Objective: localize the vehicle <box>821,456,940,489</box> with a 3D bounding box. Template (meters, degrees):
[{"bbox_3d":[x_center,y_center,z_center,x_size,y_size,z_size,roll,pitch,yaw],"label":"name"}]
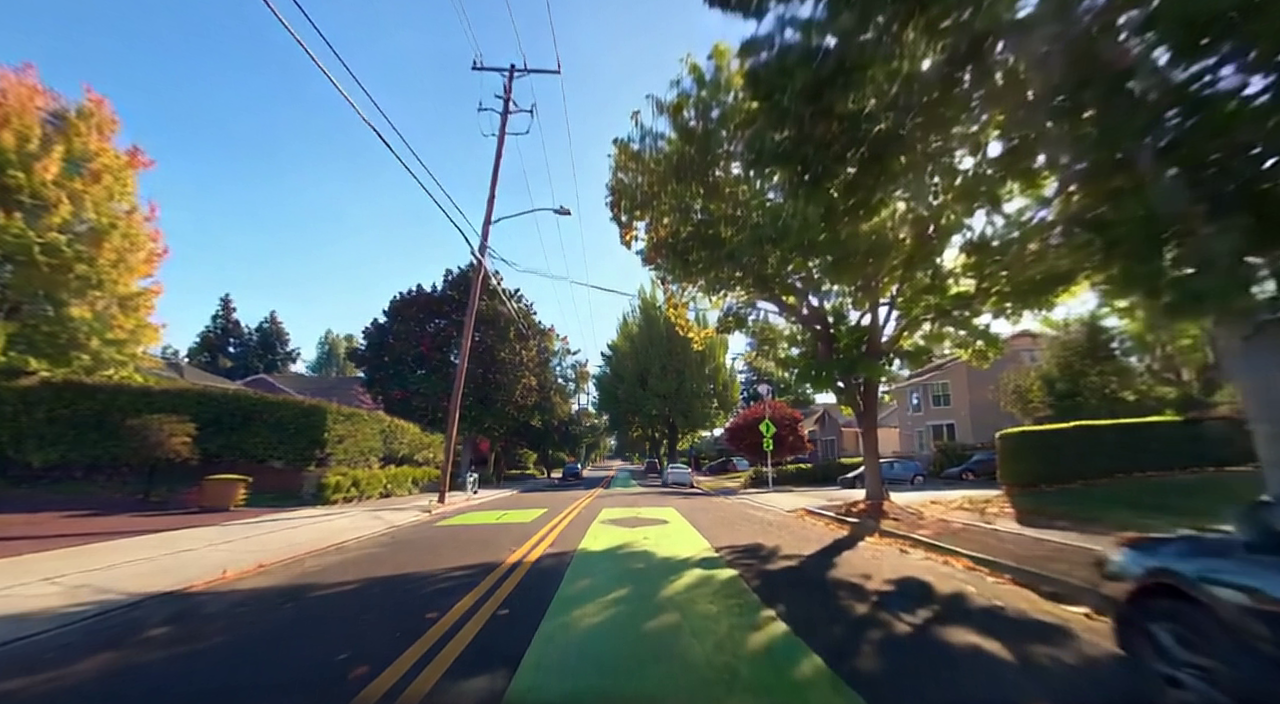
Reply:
[{"bbox_3d":[11.375,5.746,30.108,4.809,1.494,1.940,1,-12,-4],"label":"vehicle"}]

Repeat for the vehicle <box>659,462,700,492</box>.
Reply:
[{"bbox_3d":[2.310,7.503,38.298,1.989,1.545,5.423,1,-9,-2],"label":"vehicle"}]

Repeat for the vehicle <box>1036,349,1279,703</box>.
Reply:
[{"bbox_3d":[3.437,0.721,1.334,2.097,1.742,4.789,0,-9,0],"label":"vehicle"}]
